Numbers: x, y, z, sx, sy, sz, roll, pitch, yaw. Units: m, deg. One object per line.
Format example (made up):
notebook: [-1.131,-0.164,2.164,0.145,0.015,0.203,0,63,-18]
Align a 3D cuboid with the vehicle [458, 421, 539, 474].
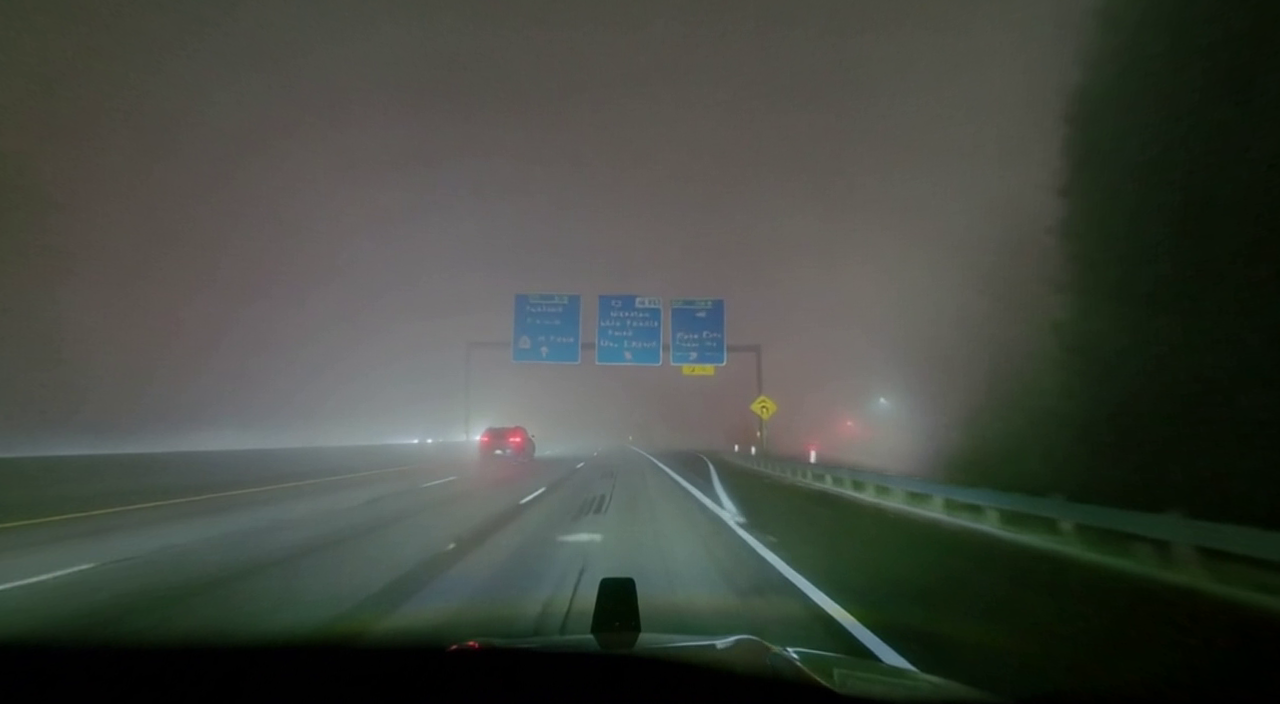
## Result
vehicle: [-4.955,3.397,22.591,2.007,1.727,4.040,0,-8,0]
